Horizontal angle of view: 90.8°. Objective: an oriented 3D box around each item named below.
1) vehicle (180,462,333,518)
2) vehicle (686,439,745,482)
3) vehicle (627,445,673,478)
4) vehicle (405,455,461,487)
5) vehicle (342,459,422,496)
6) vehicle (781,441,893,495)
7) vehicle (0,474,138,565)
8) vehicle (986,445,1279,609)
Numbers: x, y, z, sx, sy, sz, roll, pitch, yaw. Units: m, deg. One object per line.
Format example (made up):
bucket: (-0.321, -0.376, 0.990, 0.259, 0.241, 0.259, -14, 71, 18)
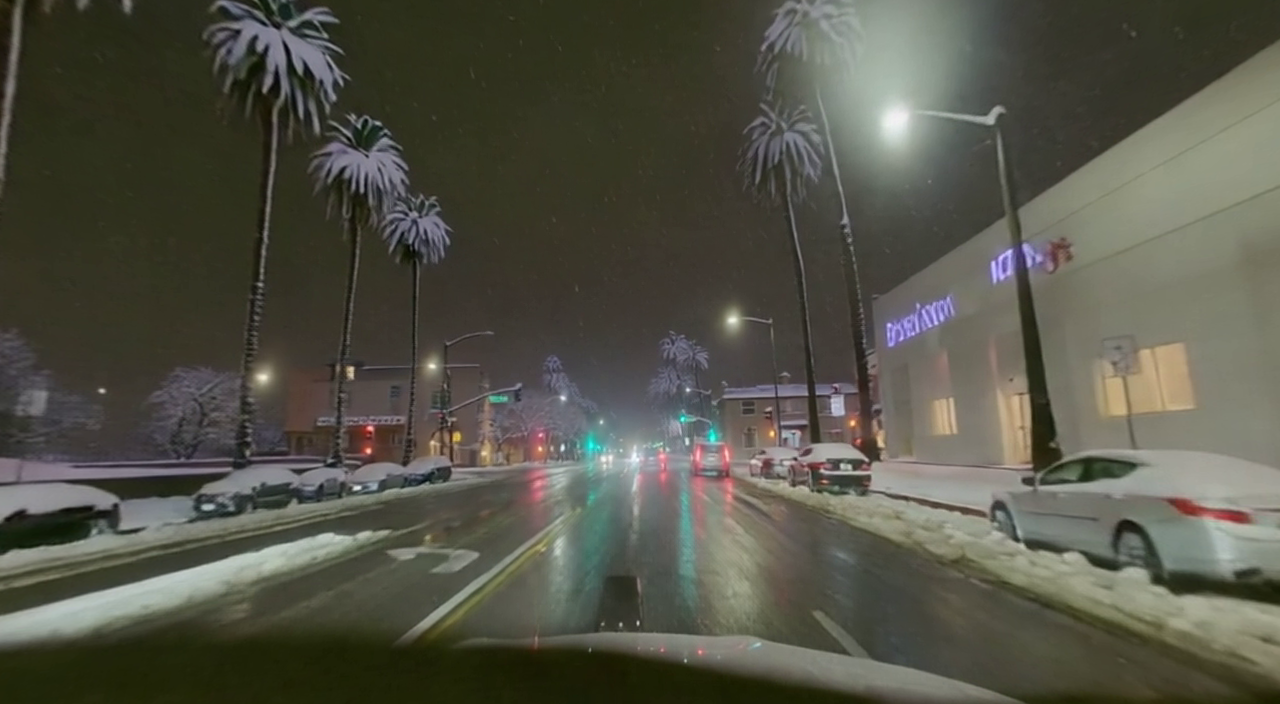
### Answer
vehicle: (-12.246, 4.467, 20.634, 2.188, 1.490, 4.511, -3, -11, 0)
vehicle: (3.178, 4.661, 27.499, 2.003, 1.702, 4.288, 0, -8, -1)
vehicle: (0.457, 5.266, 30.635, 2.088, 1.452, 3.993, 0, -8, 0)
vehicle: (-12.155, 7.050, 37.361, 1.949, 1.682, 4.094, -3, -11, 0)
vehicle: (-12.068, 5.921, 29.902, 1.978, 1.501, 4.355, -3, -11, -1)
vehicle: (6.561, 3.894, 21.722, 2.174, 1.643, 4.860, 0, -8, -1)
vehicle: (-12.580, 3.237, 12.304, 1.949, 1.470, 4.532, 0, -8, -1)
vehicle: (6.648, 1.918, 8.019, 1.932, 1.464, 4.475, 0, -8, 0)
